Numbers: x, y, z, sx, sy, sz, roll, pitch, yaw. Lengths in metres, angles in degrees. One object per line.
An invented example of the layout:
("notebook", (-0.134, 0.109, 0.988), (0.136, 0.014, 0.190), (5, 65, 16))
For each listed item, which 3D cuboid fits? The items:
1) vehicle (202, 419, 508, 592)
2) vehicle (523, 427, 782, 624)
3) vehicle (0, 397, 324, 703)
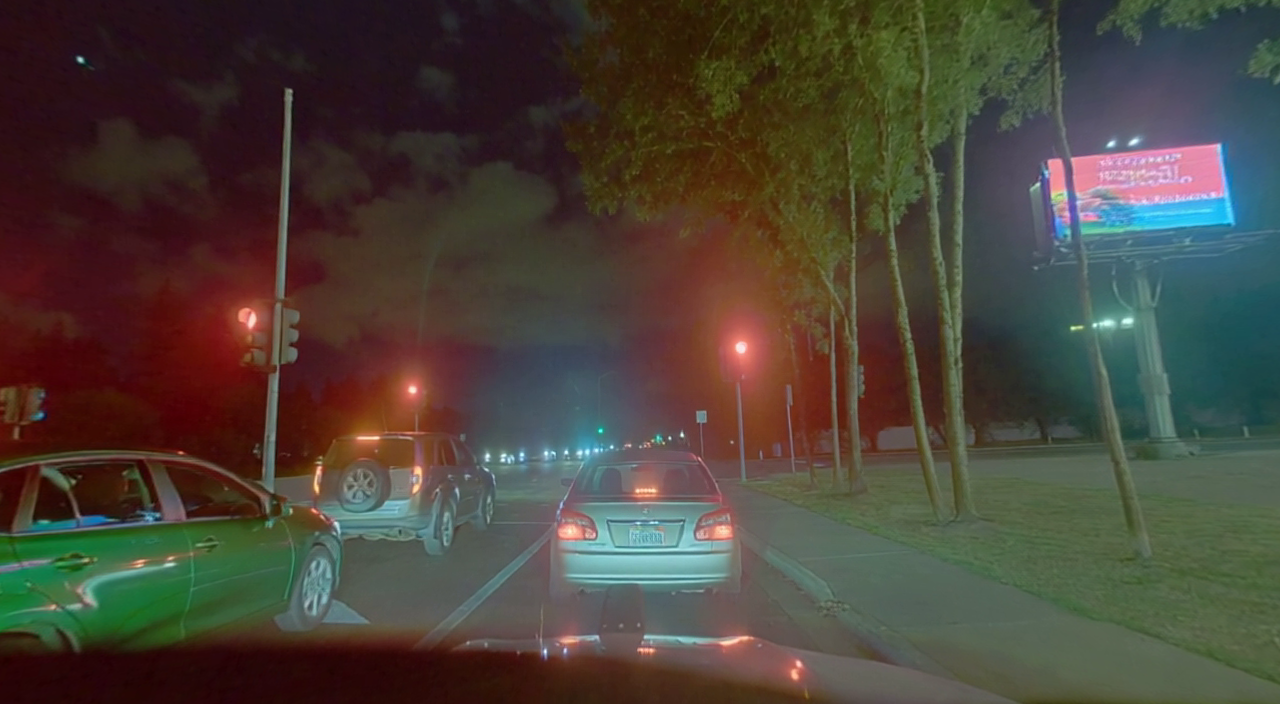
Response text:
("vehicle", (-3.171, 1.791, 8.140), (1.950, 1.628, 4.082), (-1, -9, 1))
("vehicle", (0.030, 1.596, 6.627), (1.977, 1.467, 3.474), (0, -9, -2))
("vehicle", (-3.151, 0.963, 2.414), (1.808, 1.520, 3.846), (-1, -9, 1))
